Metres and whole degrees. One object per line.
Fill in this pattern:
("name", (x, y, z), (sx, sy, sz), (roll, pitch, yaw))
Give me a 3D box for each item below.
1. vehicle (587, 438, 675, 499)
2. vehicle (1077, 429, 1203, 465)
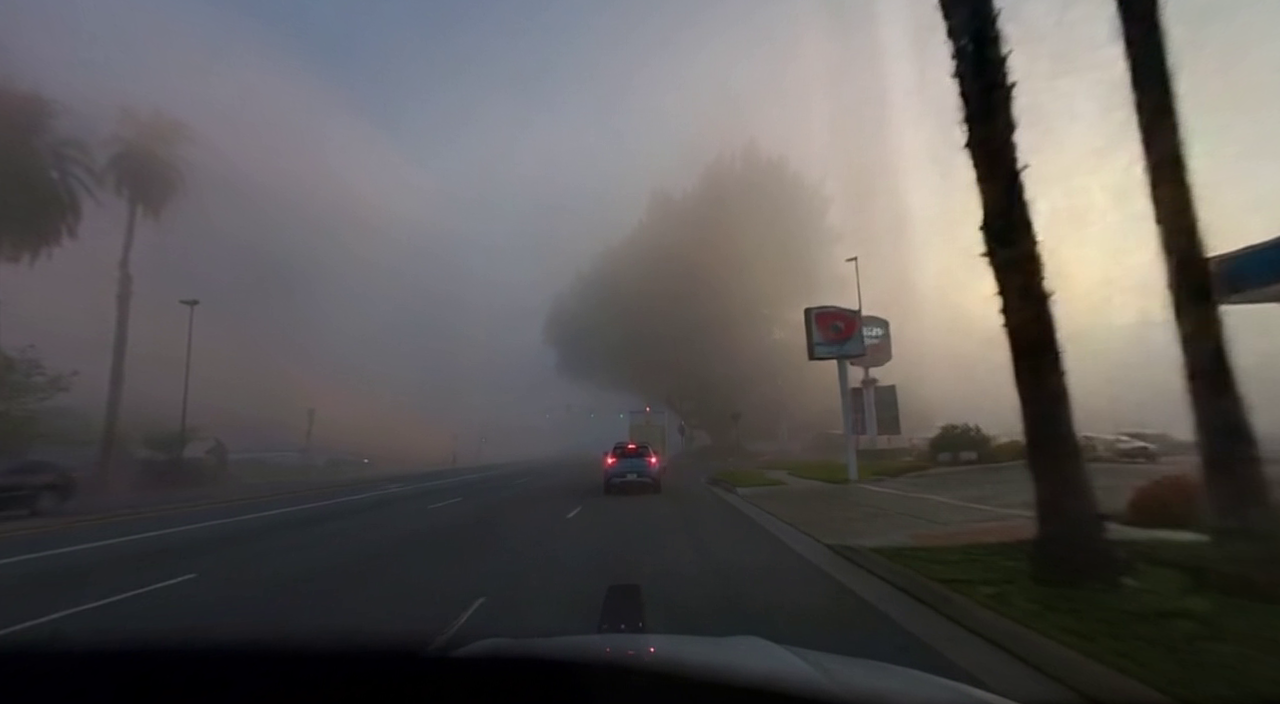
("vehicle", (-0.196, 3.176, 17.531), (2.145, 1.483, 4.453), (0, -9, 1))
("vehicle", (22.479, 4.350, 28.507), (1.876, 1.482, 4.633), (0, -10, -1))
